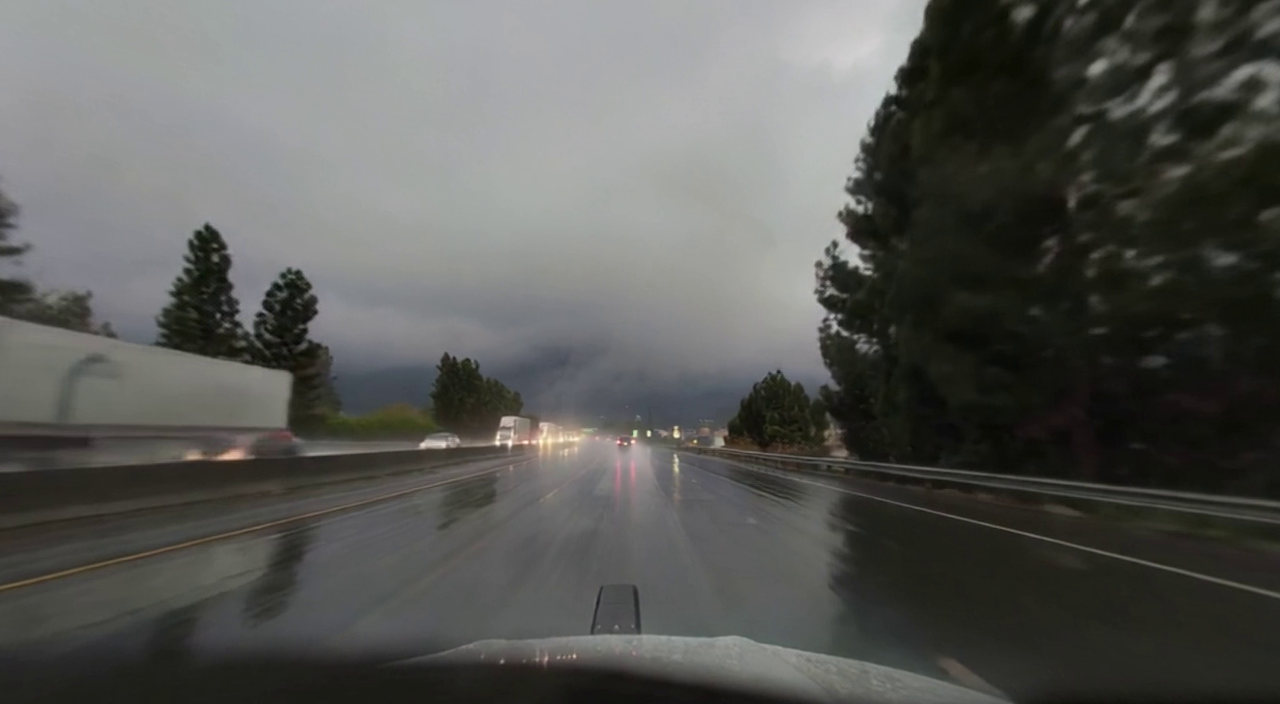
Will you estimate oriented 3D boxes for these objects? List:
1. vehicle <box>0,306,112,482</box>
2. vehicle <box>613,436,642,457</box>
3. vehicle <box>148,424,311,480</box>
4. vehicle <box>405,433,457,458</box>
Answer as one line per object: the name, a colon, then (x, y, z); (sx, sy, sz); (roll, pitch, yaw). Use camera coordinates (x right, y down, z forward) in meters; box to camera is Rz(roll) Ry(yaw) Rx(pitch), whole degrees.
vehicle: (-16.730, 0.981, 14.753); (3.058, 4.142, 6.328); (0, -8, -1)
vehicle: (-0.982, 7.255, 48.339); (2.099, 1.504, 3.843); (0, -8, -2)
vehicle: (-12.089, 2.973, 18.979); (1.926, 1.472, 4.509); (0, -8, -1)
vehicle: (-13.161, 5.913, 39.941); (1.861, 1.472, 4.466); (0, -8, -1)
